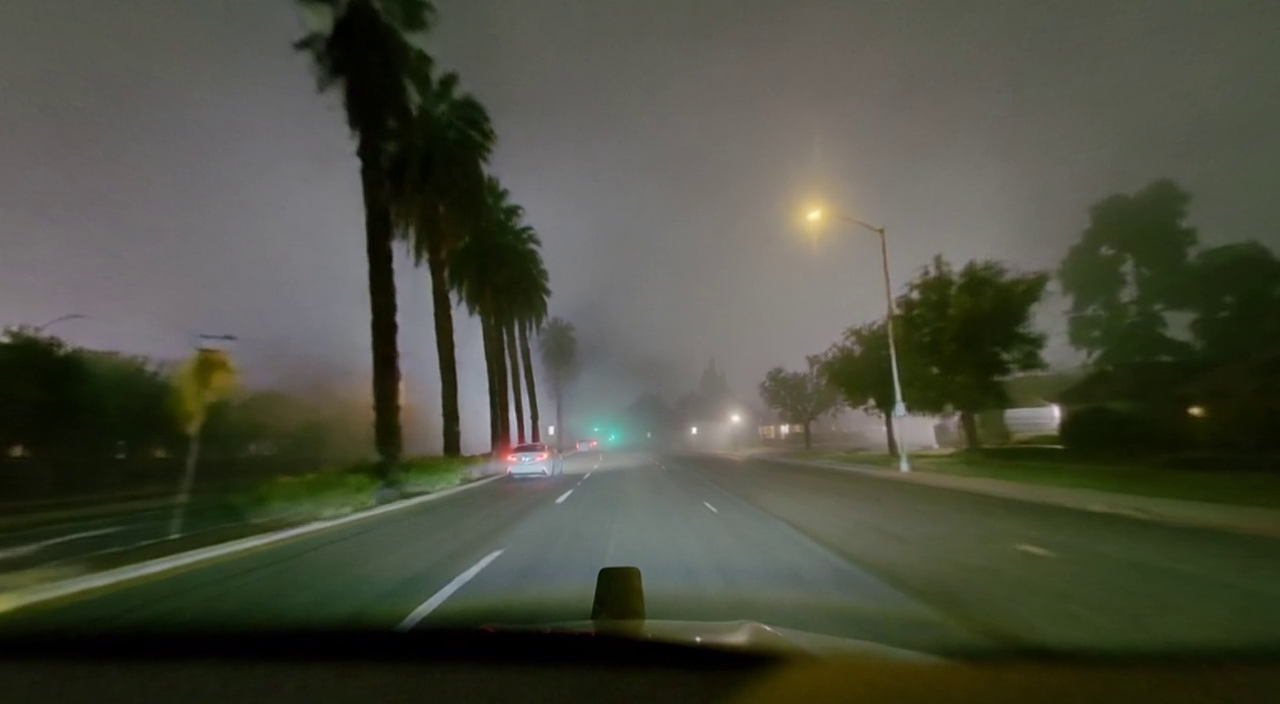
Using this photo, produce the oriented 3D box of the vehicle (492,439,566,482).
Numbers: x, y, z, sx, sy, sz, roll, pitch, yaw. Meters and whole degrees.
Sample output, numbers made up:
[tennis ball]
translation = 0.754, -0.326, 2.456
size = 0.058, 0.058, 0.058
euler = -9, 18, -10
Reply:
[vehicle]
translation = -4.153, 4.142, 24.455
size = 2.108, 1.475, 4.555
euler = 0, -8, -1
